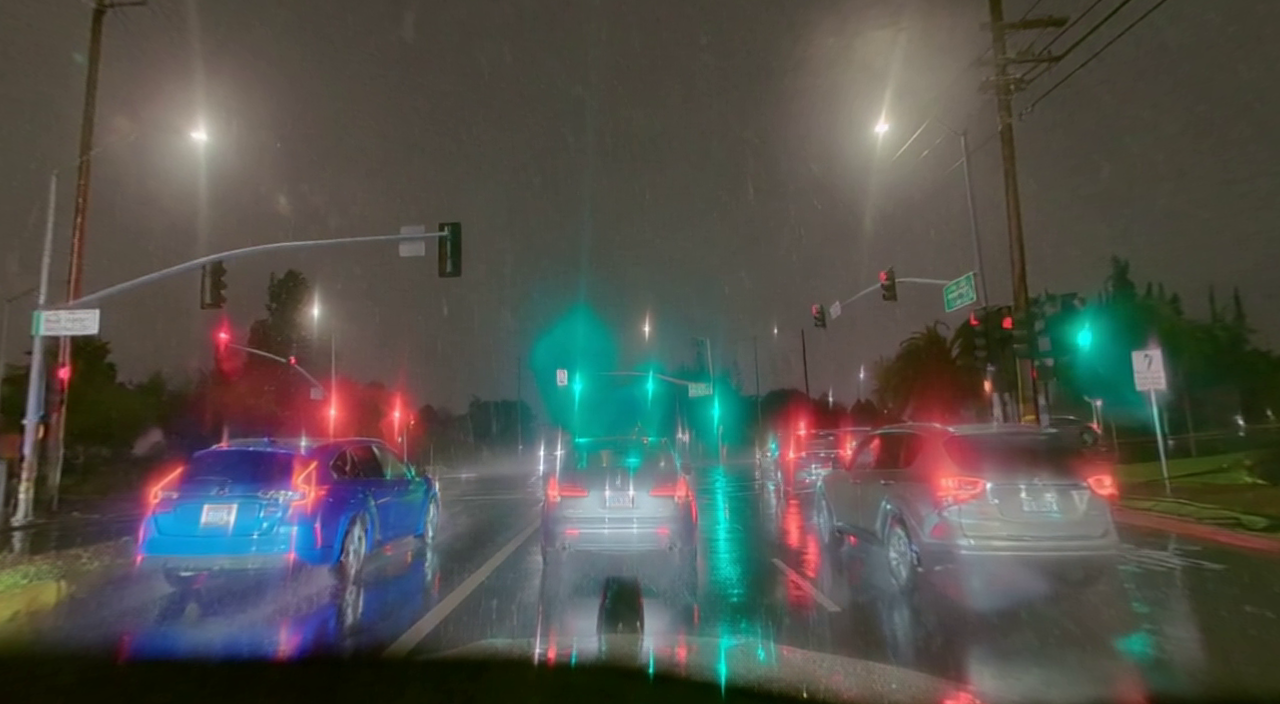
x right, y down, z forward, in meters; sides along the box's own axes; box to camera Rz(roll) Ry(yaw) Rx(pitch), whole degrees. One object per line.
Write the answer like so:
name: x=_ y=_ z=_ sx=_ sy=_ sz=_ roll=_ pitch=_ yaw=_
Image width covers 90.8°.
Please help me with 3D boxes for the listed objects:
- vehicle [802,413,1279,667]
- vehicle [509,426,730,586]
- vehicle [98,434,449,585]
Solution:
vehicle: x=2.910 y=1.392 z=5.676 sx=1.860 sy=1.494 sz=3.707 roll=0 pitch=-8 yaw=-1
vehicle: x=-0.224 y=1.754 z=8.071 sx=2.061 sy=1.485 sz=4.196 roll=0 pitch=-8 yaw=-1
vehicle: x=-4.356 y=1.904 z=8.572 sx=2.106 sy=1.492 sz=4.312 roll=0 pitch=-8 yaw=1
